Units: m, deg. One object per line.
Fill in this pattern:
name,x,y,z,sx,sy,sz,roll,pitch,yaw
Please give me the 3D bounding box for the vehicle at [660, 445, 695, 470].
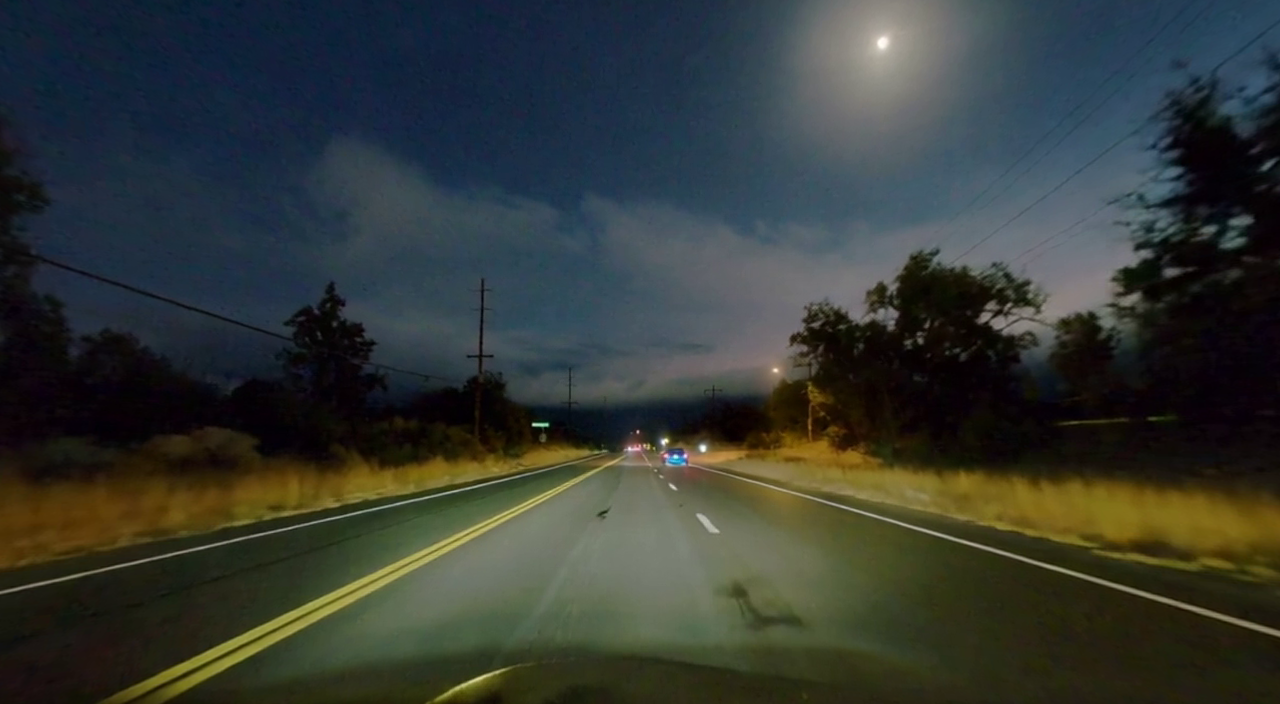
vehicle,2.674,7.675,46.191,2.135,1.692,4.185,0,-9,-2
